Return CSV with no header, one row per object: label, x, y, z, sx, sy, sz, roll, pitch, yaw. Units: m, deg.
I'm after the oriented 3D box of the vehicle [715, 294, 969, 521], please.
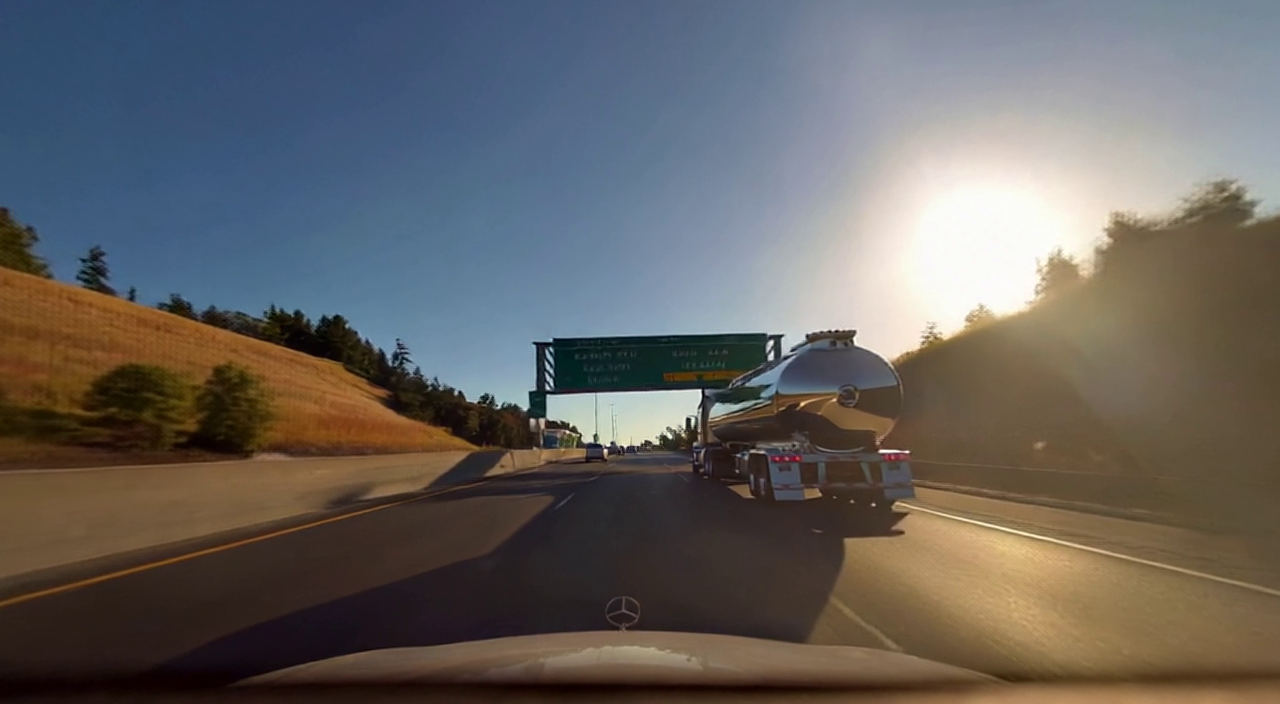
vehicle,3.870,1.595,15.240,2.759,3.734,9.708,0,-9,-1
